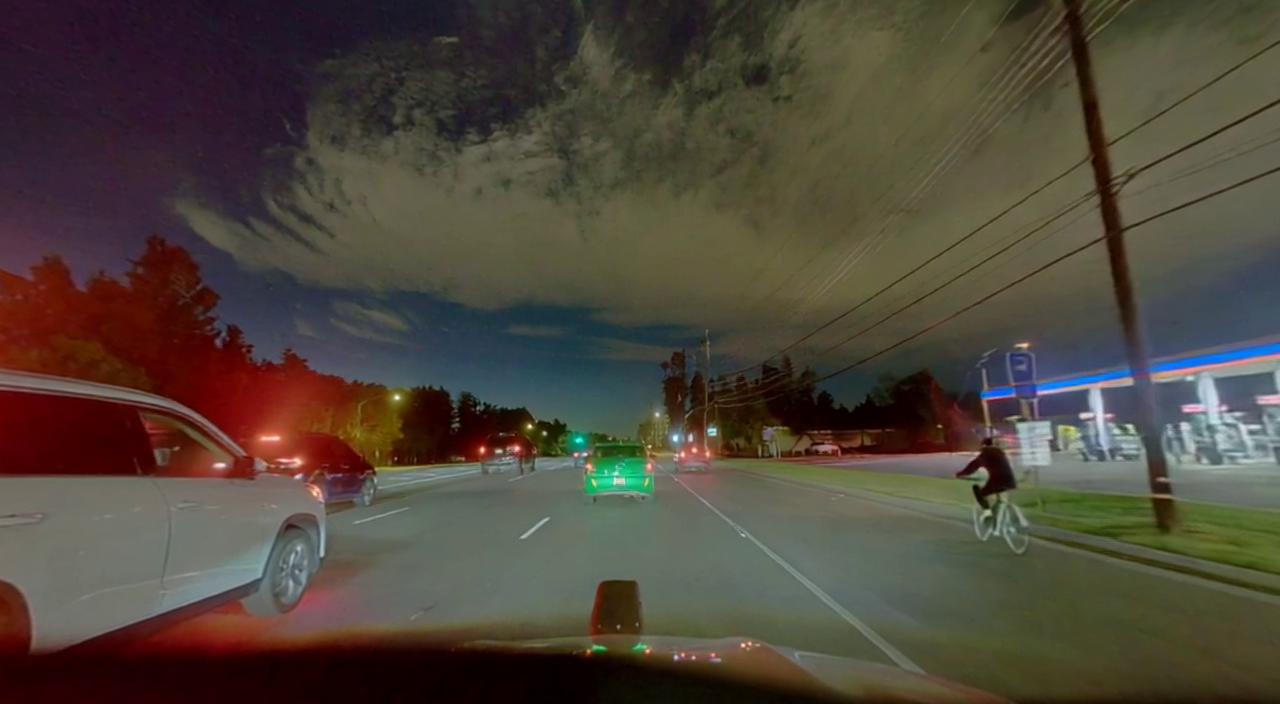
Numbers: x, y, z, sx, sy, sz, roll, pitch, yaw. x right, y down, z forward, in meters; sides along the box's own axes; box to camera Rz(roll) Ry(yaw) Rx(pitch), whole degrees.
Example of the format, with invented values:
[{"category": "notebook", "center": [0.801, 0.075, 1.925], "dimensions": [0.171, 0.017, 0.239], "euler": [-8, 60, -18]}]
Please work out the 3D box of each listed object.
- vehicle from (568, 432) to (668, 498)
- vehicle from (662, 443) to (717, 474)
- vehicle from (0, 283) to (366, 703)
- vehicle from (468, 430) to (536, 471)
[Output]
[{"category": "vehicle", "center": [-0.497, 2.797, 16.004], "dimensions": [2.189, 1.437, 4.135], "euler": [0, -8, 0]}, {"category": "vehicle", "center": [2.219, 4.943, 29.521], "dimensions": [2.065, 1.302, 4.416], "euler": [0, -8, -2]}, {"category": "vehicle", "center": [-3.097, 0.673, 2.586], "dimensions": [1.922, 1.642, 4.547], "euler": [0, -8, -1]}, {"category": "vehicle", "center": [-7.042, 5.115, 32.874], "dimensions": [2.385, 1.918, 5.056], "euler": [0, -8, 0]}]
